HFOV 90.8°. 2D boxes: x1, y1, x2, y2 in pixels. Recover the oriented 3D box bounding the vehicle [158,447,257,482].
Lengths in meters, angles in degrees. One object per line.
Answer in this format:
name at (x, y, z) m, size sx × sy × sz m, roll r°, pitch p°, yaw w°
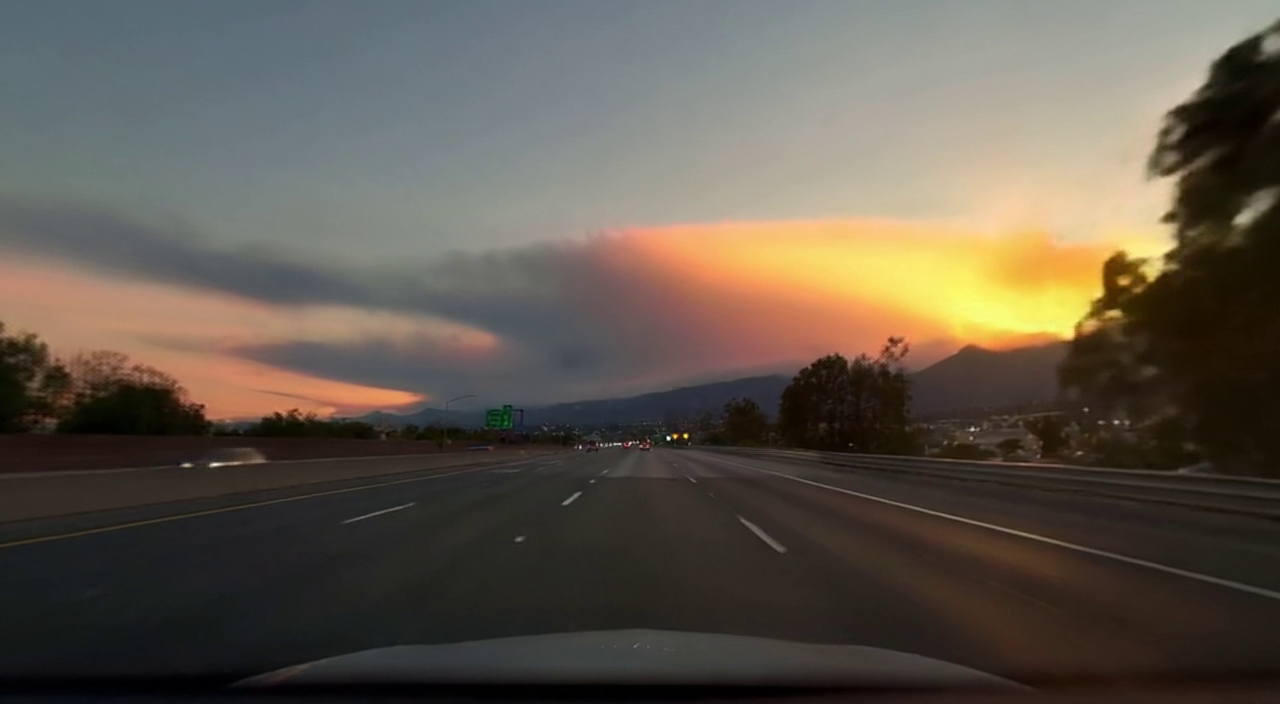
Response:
vehicle at (-24.000, 6.213, 35.292) m, size 2.082 × 1.771 × 4.818 m, roll 0°, pitch -8°, yaw 0°
